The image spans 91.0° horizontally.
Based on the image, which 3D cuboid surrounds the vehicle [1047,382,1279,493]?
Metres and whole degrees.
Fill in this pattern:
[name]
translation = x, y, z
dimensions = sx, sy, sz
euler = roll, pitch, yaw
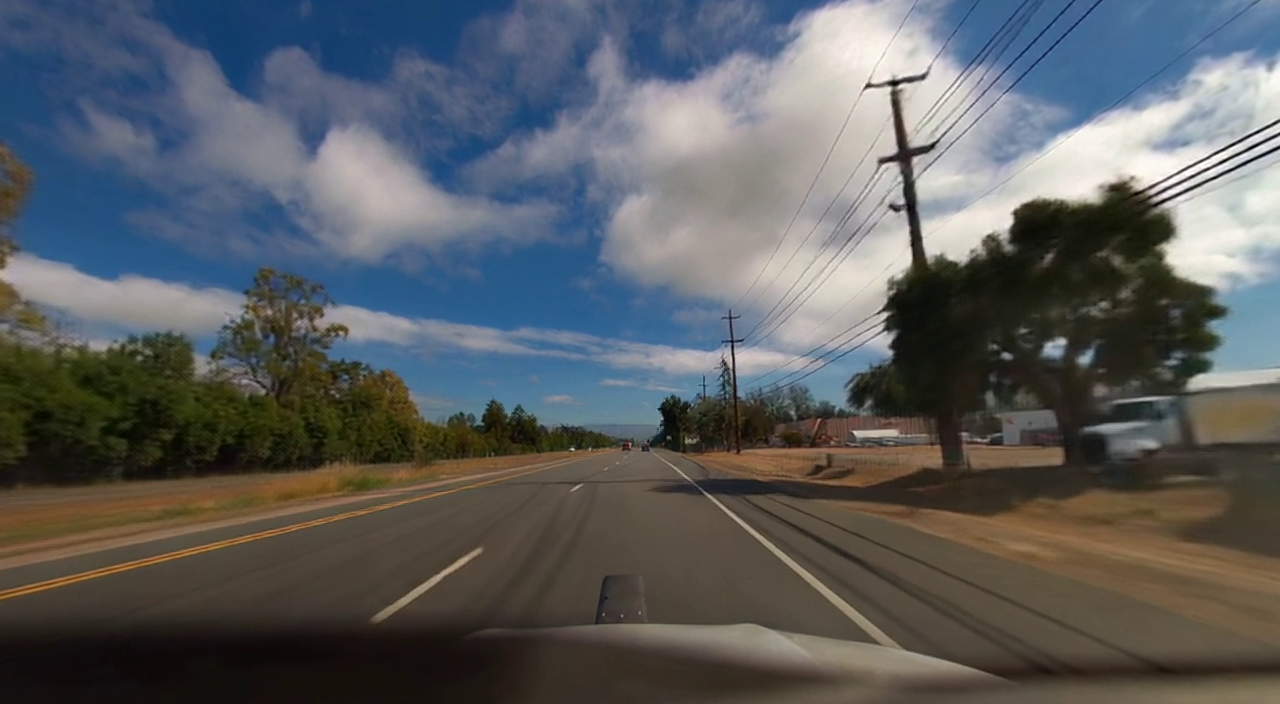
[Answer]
[vehicle]
translation = 15.504, 2.426, 17.936
dimensions = 2.923, 2.494, 7.148
euler = -1, -8, -1
